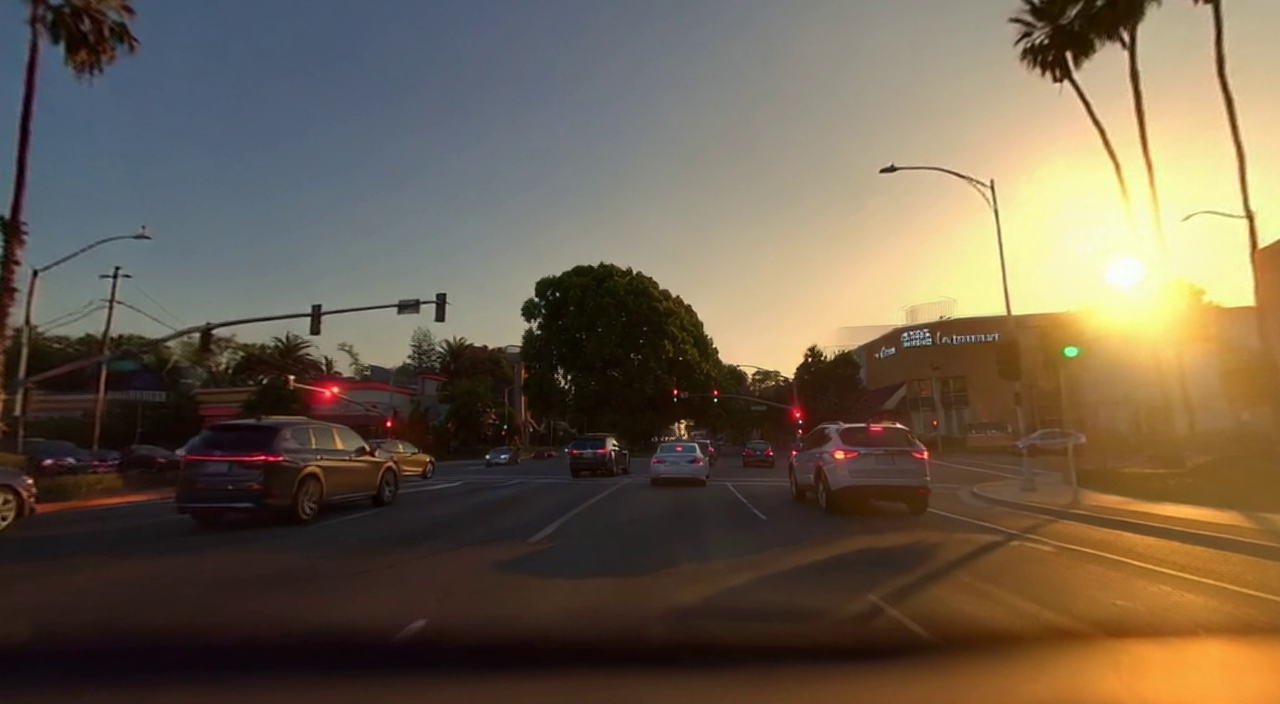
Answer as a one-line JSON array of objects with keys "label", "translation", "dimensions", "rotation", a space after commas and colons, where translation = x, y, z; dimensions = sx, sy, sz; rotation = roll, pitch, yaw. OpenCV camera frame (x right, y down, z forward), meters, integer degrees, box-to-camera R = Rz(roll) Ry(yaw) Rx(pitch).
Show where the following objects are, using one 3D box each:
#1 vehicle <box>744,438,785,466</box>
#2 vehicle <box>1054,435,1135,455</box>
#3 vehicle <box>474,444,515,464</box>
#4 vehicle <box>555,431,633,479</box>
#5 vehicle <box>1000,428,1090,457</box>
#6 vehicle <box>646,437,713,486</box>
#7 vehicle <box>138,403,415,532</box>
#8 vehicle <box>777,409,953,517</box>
[{"label": "vehicle", "translation": [7.253, 5.836, 37.196], "dimensions": [2.149, 1.532, 4.168], "rotation": [-1, -8, 9]}, {"label": "vehicle", "translation": [34.483, 7.067, 48.029], "dimensions": [4.517, 1.491, 1.858], "rotation": [-2, -8, 10]}, {"label": "vehicle", "translation": [-10.800, 7.492, 46.624], "dimensions": [1.918, 1.443, 4.612], "rotation": [4, -9, -26]}, {"label": "vehicle", "translation": [-1.728, 4.142, 25.648], "dimensions": [2.088, 1.746, 4.650], "rotation": [-1, -8, 10]}, {"label": "vehicle", "translation": [27.318, 6.160, 42.723], "dimensions": [4.557, 1.848, 2.008], "rotation": [-2, -9, 11]}, {"label": "vehicle", "translation": [1.443, 3.687, 21.612], "dimensions": [2.057, 1.492, 3.825], "rotation": [-1, -8, 7]}, {"label": "vehicle", "translation": [-6.251, 2.048, 11.762], "dimensions": [2.127, 1.888, 4.637], "rotation": [-1, -8, 4]}, {"label": "vehicle", "translation": [4.628, 2.387, 14.078], "dimensions": [2.267, 1.931, 5.145], "rotation": [-1, -8, 3]}]
